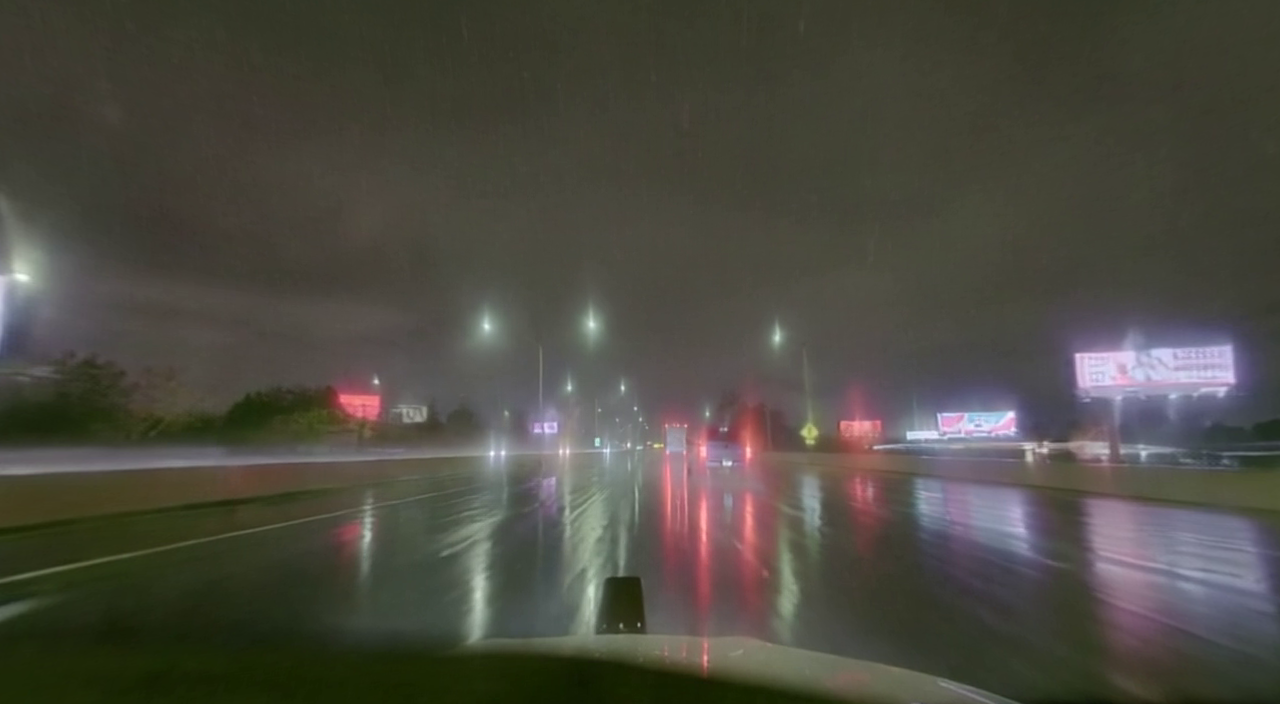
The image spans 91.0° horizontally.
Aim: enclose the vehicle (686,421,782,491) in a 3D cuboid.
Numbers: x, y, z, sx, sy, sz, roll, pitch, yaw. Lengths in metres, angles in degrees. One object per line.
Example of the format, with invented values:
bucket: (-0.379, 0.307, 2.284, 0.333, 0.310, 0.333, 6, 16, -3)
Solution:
vehicle: (3.201, 3.783, 23.090, 2.740, 2.157, 6.300, -1, -9, 2)
